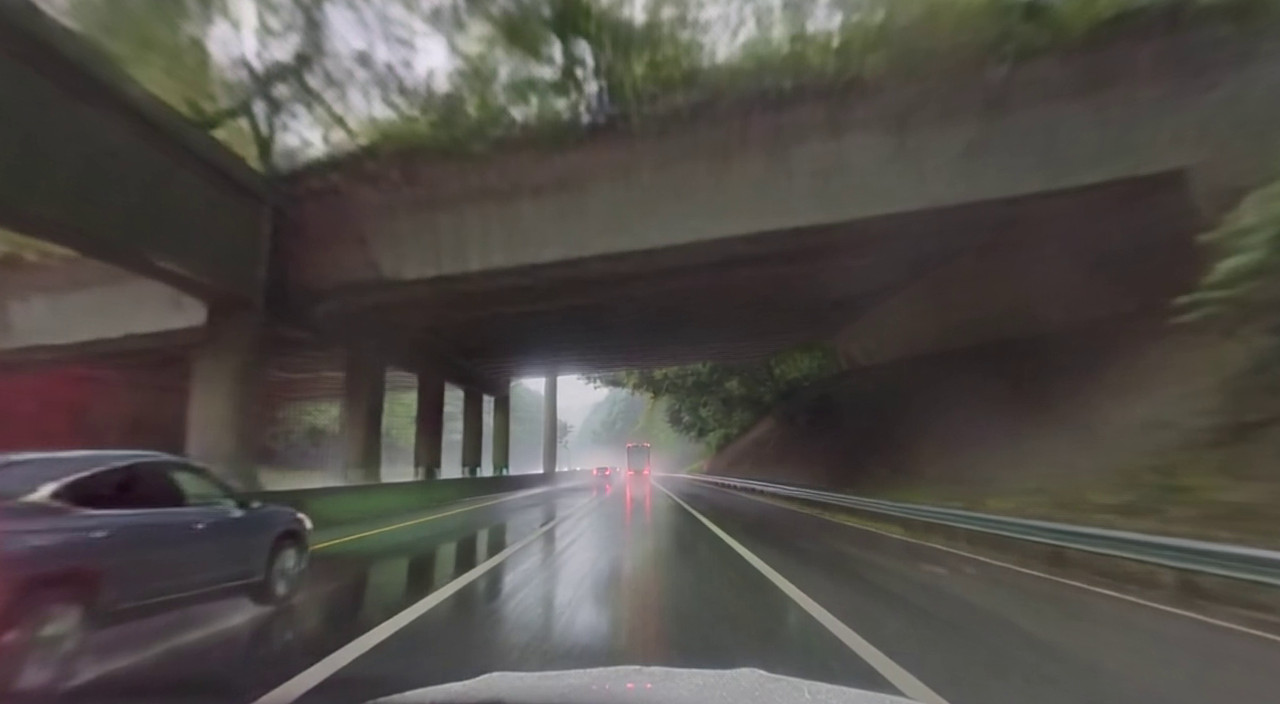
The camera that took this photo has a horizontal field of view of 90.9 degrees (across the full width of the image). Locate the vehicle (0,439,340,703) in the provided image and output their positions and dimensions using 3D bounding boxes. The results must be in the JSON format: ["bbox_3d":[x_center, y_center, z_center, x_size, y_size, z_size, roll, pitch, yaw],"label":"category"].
[{"bbox_3d":[-4.292,1.398,4.417,1.950,1.460,4.812,0,-10,1],"label":"vehicle"}]
